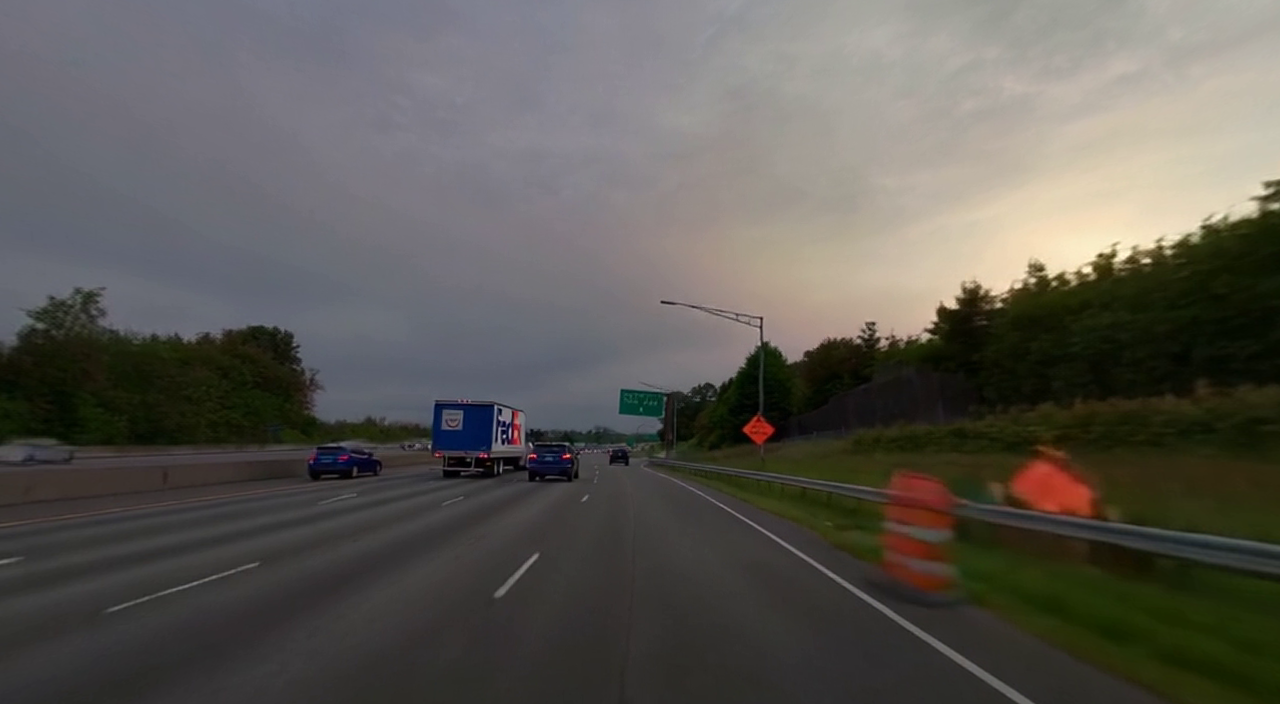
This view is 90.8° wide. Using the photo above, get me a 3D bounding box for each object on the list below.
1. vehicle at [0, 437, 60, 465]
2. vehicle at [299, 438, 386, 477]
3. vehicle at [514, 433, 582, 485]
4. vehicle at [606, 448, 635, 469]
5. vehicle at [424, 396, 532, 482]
[{"bbox_3d":[-34.458,5.398,34.317,1.768,1.461,4.487,0,-9,-4],"label":"vehicle"},{"bbox_3d":[-13.818,4.914,29.639,2.018,1.668,4.409,0,-9,-2],"label":"vehicle"},{"bbox_3d":[-3.604,4.313,25.588,2.170,1.886,4.628,0,-9,-1],"label":"vehicle"},{"bbox_3d":[-1.470,7.846,46.656,2.043,1.489,3.839,0,-9,-3],"label":"vehicle"},{"bbox_3d":[-6.935,4.002,28.561,2.870,3.266,8.589,0,-9,-2],"label":"vehicle"}]
